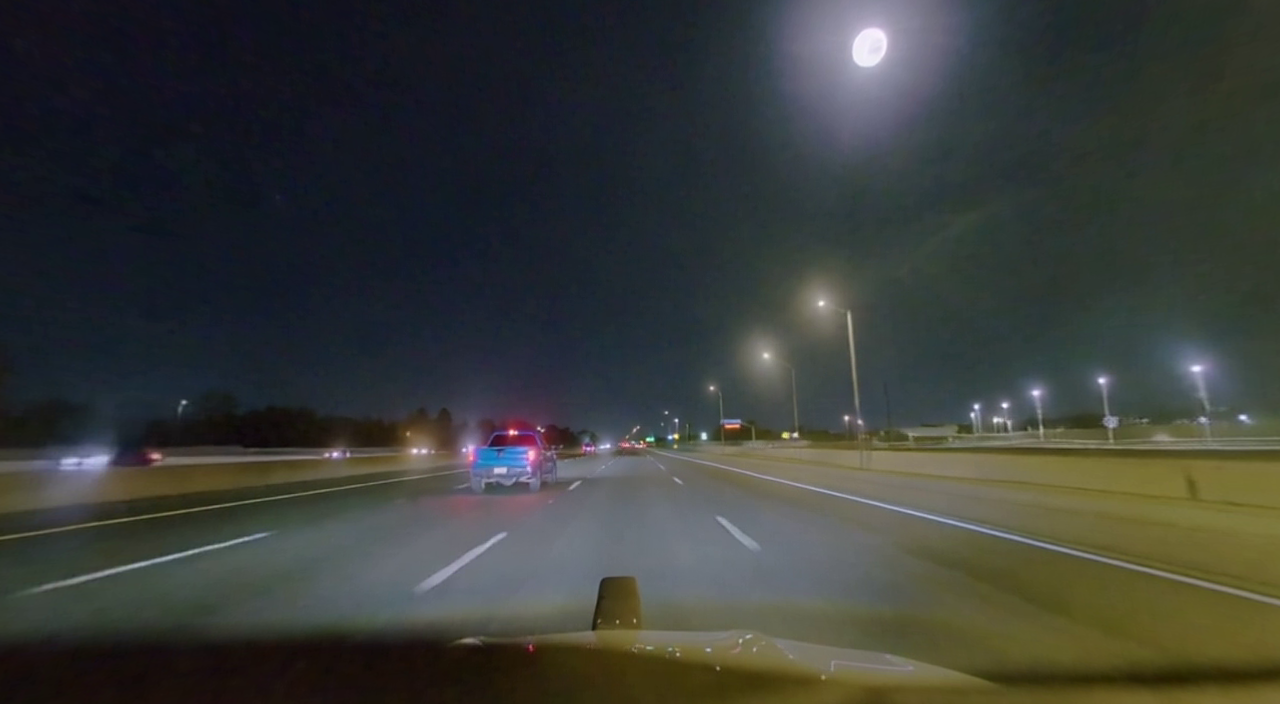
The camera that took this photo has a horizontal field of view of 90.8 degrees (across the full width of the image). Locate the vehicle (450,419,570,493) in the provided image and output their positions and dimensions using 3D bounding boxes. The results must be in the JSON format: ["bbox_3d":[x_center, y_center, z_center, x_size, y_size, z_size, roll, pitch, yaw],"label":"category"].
[{"bbox_3d":[-3.937,3.307,20.506,2.529,2.003,5.904,0,-8,1],"label":"vehicle"}]

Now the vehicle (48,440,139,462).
[{"bbox_3d":[-29.162,5.286,33.859,1.715,1.071,3.638,1,-7,-2],"label":"vehicle"}]
